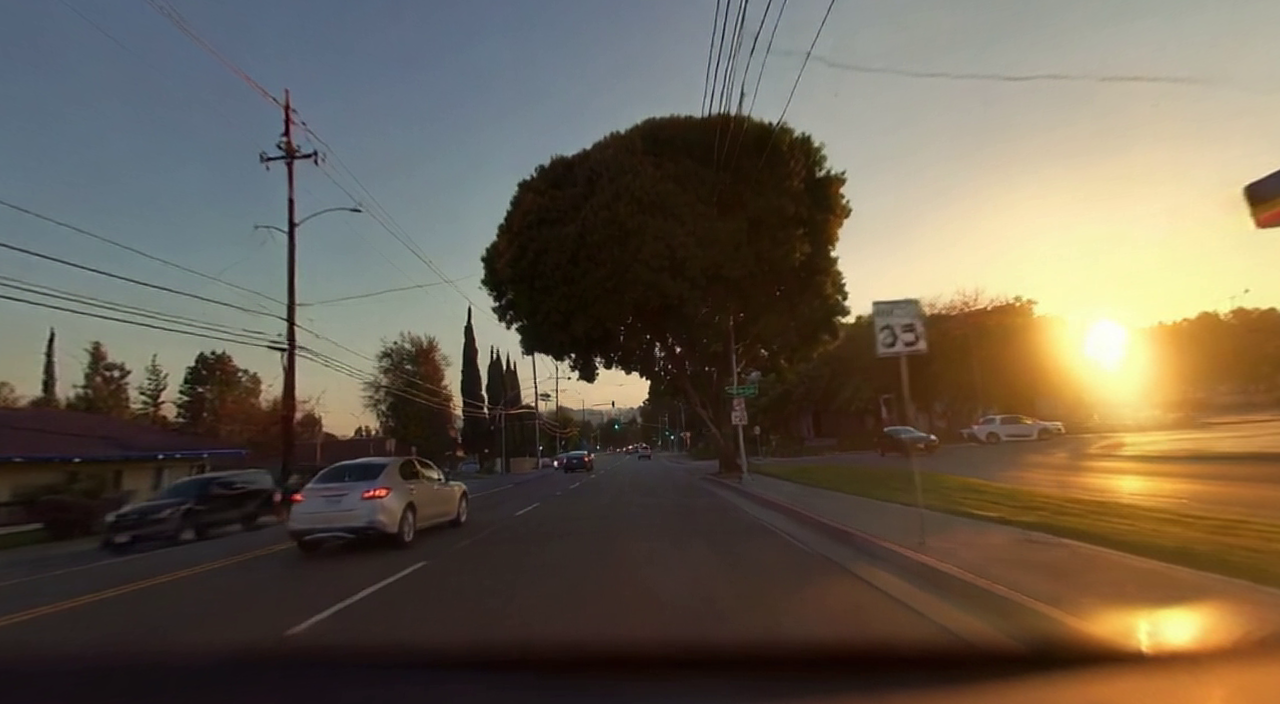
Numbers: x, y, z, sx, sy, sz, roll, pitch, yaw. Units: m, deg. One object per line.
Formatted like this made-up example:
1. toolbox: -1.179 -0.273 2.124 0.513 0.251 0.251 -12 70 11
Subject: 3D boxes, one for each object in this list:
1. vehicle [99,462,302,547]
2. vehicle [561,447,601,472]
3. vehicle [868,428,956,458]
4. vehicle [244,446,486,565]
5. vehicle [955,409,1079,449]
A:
1. vehicle: -11.262 3.871 16.696 2.097 1.581 4.583 -7 -9 0
2. vehicle: -3.569 6.577 38.856 1.943 1.455 4.414 -1 -9 2
3. vehicle: 14.188 4.783 33.101 3.830 1.474 1.771 -2 -9 9
4. vehicle: -3.953 2.240 10.104 1.704 1.430 4.587 0 -9 1
5. vehicle: 19.142 3.986 32.333 4.817 1.919 2.308 -1 -9 8
